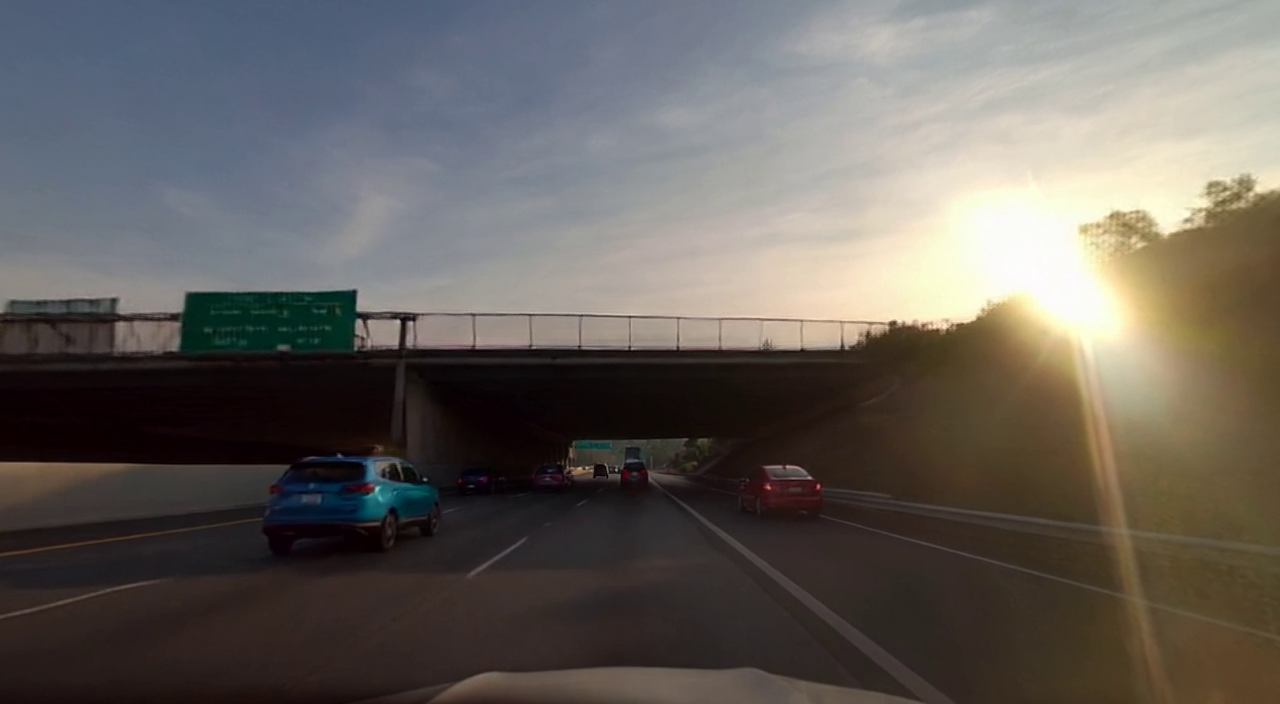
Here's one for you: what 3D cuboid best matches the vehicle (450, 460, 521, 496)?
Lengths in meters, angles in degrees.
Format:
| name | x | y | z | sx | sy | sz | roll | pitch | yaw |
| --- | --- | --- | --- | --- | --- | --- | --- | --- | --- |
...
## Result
| name | x | y | z | sx | sy | sz | roll | pitch | yaw |
| --- | --- | --- | --- | --- | --- | --- | --- | --- | --- |
| vehicle | -7.319 | 6.038 | 30.307 | 2.142 | 1.545 | 4.708 | 1 | -11 | 1 |

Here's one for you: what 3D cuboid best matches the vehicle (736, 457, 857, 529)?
| name | x | y | z | sx | sy | sz | roll | pitch | yaw |
| --- | --- | --- | --- | --- | --- | --- | --- | --- | --- |
| vehicle | 3.830 | 3.550 | 16.204 | 1.992 | 1.557 | 4.017 | 1 | -11 | -1 |

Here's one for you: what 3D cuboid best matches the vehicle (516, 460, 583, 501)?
| name | x | y | z | sx | sy | sz | roll | pitch | yaw |
| --- | --- | --- | --- | --- | --- | --- | --- | --- | --- |
| vehicle | -3.704 | 5.407 | 26.741 | 2.102 | 1.521 | 4.687 | 1 | -11 | 1 |

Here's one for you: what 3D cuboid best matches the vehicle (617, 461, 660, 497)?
| name | x | y | z | sx | sy | sz | roll | pitch | yaw |
| --- | --- | --- | --- | --- | --- | --- | --- | --- | --- |
| vehicle | -0.066 | 6.321 | 31.488 | 1.992 | 1.601 | 3.762 | 1 | -11 | 0 |

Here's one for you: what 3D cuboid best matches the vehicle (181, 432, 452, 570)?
| name | x | y | z | sx | sy | sz | roll | pitch | yaw |
| --- | --- | --- | --- | --- | --- | --- | --- | --- | --- |
| vehicle | -4.765 | 2.304 | 10.268 | 2.069 | 1.699 | 4.452 | 1 | -11 | -1 |
